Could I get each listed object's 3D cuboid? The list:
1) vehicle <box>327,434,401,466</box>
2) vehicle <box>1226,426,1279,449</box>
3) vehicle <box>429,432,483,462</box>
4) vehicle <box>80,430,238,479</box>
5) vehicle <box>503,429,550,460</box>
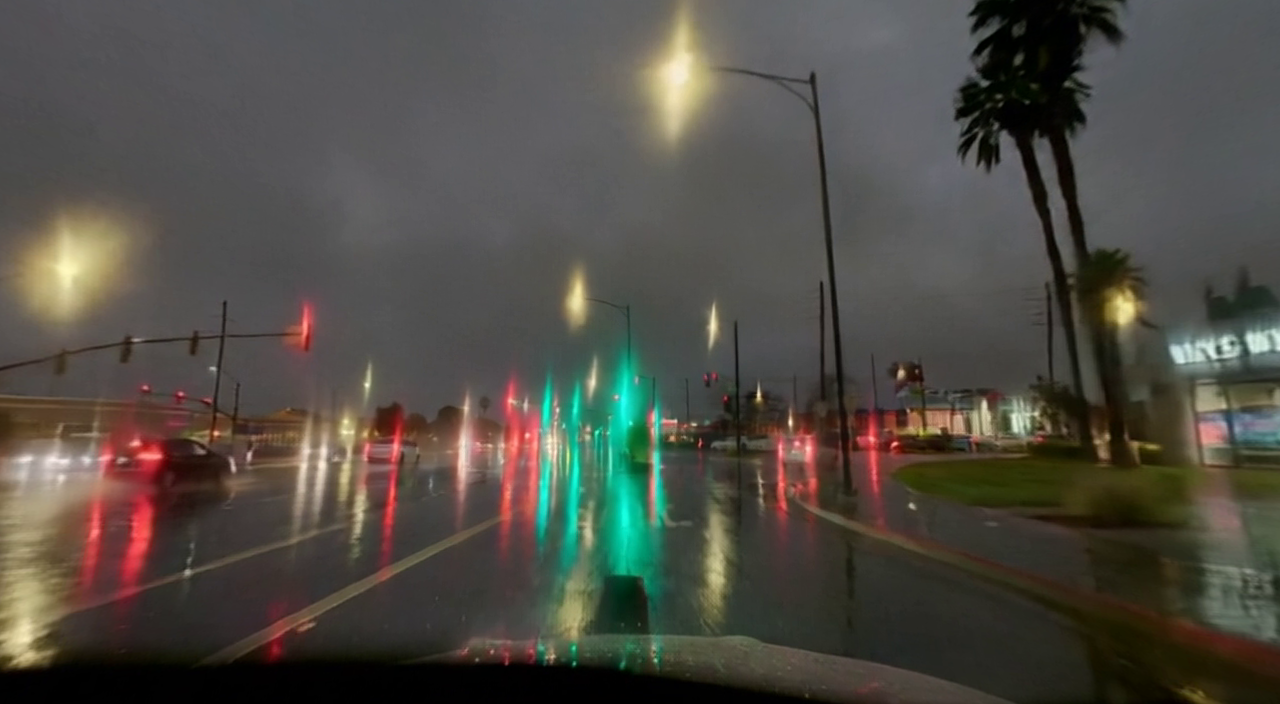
[{"bbox_3d":[-13.656,4.891,31.377,1.900,1.462,4.225,1,-8,-2],"label":"vehicle"},{"bbox_3d":[46.913,6.436,47.048,4.254,1.675,2.020,1,-8,-9],"label":"vehicle"},{"bbox_3d":[-10.540,5.491,36.247,1.977,1.584,3.983,0,-8,-2],"label":"vehicle"},{"bbox_3d":[-16.171,3.480,21.484,1.916,1.481,4.430,0,-8,-1],"label":"vehicle"},{"bbox_3d":[-6.982,5.740,39.090,2.114,1.784,4.450,0,-8,-1],"label":"vehicle"}]
